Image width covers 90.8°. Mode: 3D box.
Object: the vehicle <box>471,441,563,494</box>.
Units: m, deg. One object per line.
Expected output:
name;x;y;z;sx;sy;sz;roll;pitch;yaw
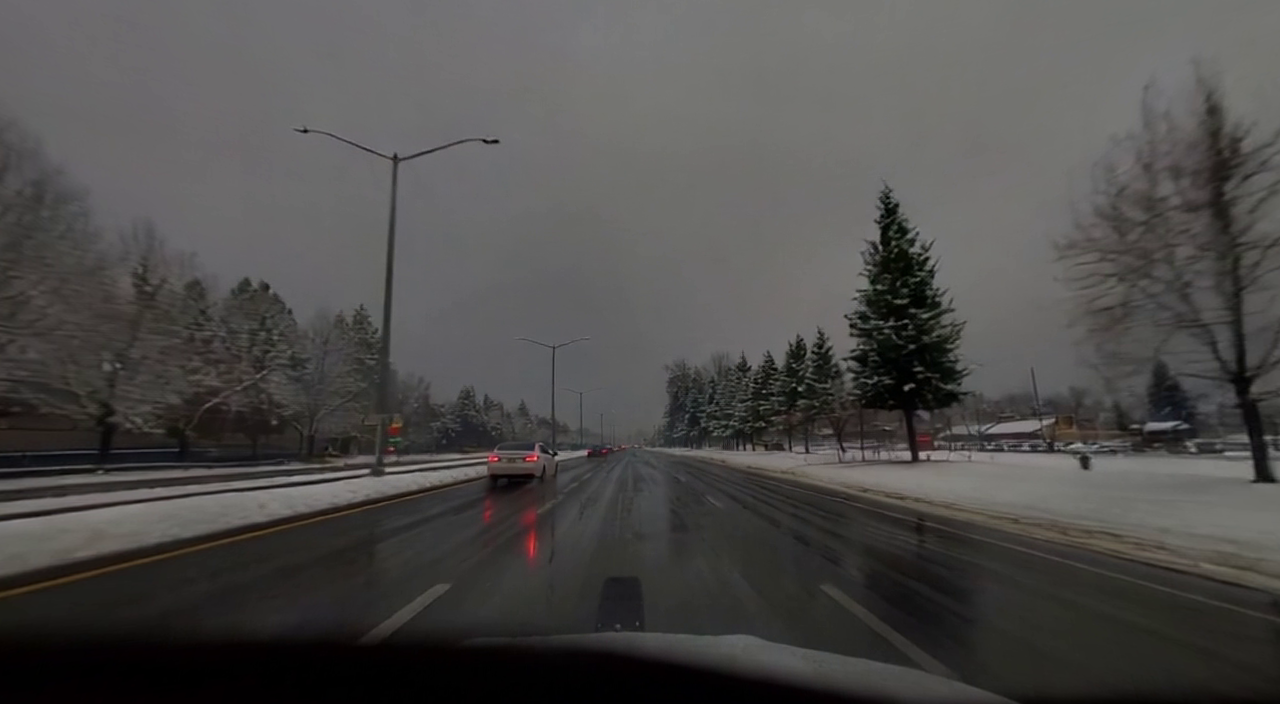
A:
vehicle;-3.665;3.525;19.717;2.003;1.454;4.484;0;-9;0
